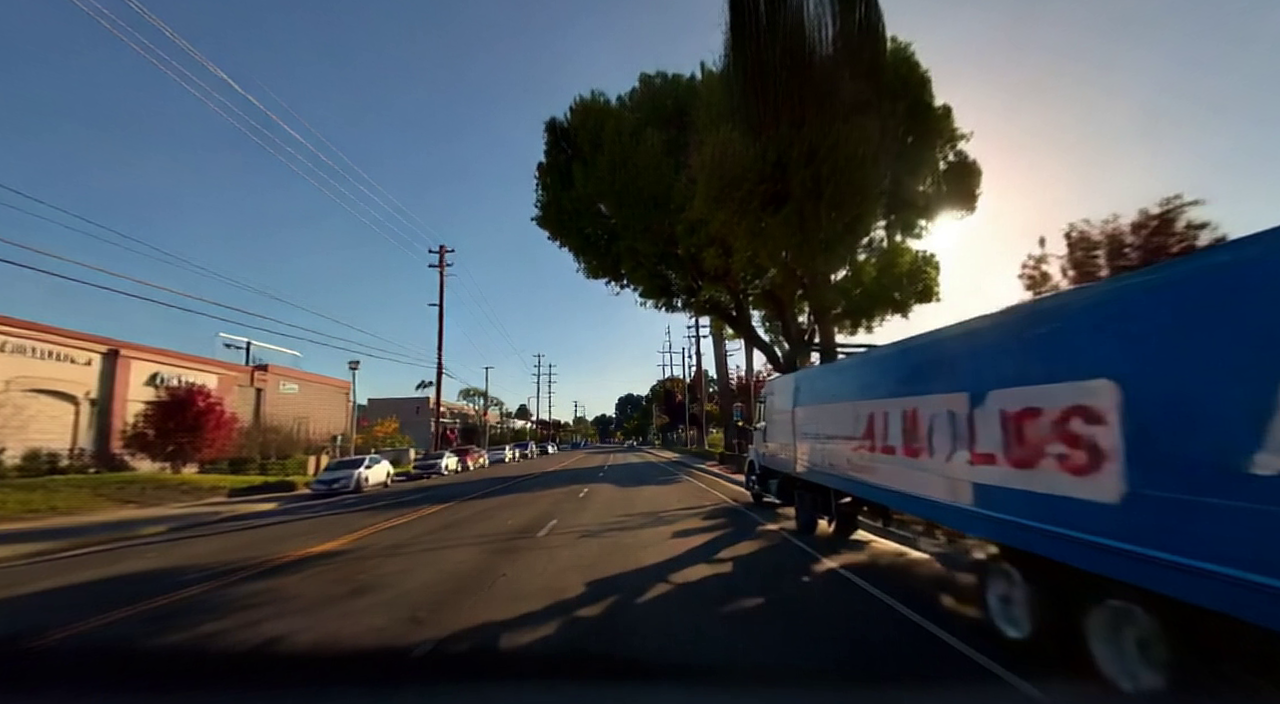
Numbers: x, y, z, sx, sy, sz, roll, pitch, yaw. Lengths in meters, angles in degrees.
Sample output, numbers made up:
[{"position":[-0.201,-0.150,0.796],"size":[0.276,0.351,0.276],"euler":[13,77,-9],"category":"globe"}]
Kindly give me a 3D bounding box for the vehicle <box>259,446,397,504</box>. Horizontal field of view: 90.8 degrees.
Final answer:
[{"position":[-8.941,3.533,18.659],"size":[1.939,1.480,4.632],"euler":[0,-9,-3],"category":"vehicle"}]

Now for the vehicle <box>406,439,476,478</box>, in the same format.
[{"position":[-9.447,5.100,30.405],"size":[2.027,1.719,4.575],"euler":[0,-9,-3],"category":"vehicle"}]

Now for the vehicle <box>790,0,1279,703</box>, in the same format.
[{"position":[3.656,0.119,3.064],"size":[3.168,3.106,9.350],"euler":[0,-8,-2],"category":"vehicle"}]

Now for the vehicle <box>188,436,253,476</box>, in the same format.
[{"position":[-21.742,5.368,32.927],"size":[1.954,1.868,4.977],"euler":[3,-9,-24],"category":"vehicle"}]
